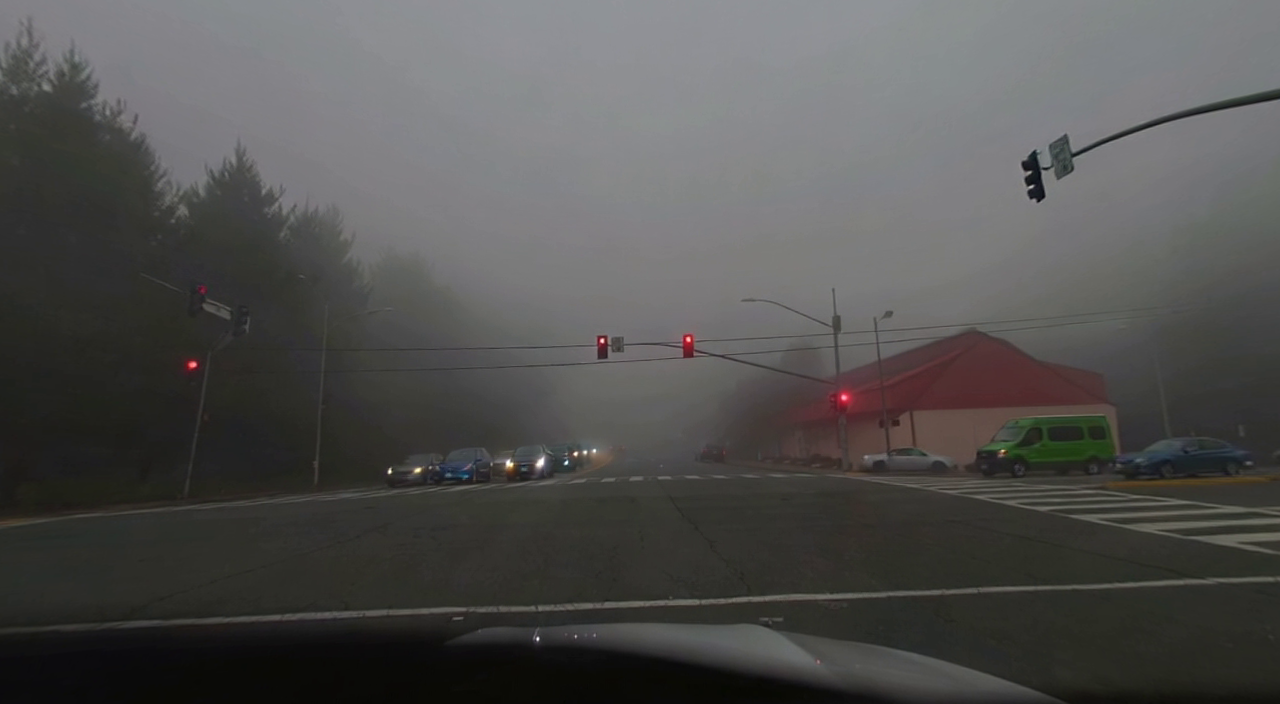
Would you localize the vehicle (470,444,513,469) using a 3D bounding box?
[{"bbox_3d":[-9.022,6.382,38.757,1.779,1.460,4.463,0,-9,-3],"label":"vehicle"}]

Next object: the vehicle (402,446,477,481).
[{"bbox_3d":[-9.010,5.026,28.794,2.024,1.460,4.381,0,-9,0],"label":"vehicle"}]

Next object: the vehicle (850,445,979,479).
[{"bbox_3d":[12.101,4.881,28.135,4.828,1.453,1.919,0,-9,1],"label":"vehicle"}]

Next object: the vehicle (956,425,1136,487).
[{"bbox_3d":[14.829,3.765,23.124,5.910,2.046,2.228,3,-9,-19],"label":"vehicle"}]

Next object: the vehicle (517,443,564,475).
[{"bbox_3d":[-4.736,5.142,30.610,1.846,1.416,4.228,0,-9,-4],"label":"vehicle"}]
